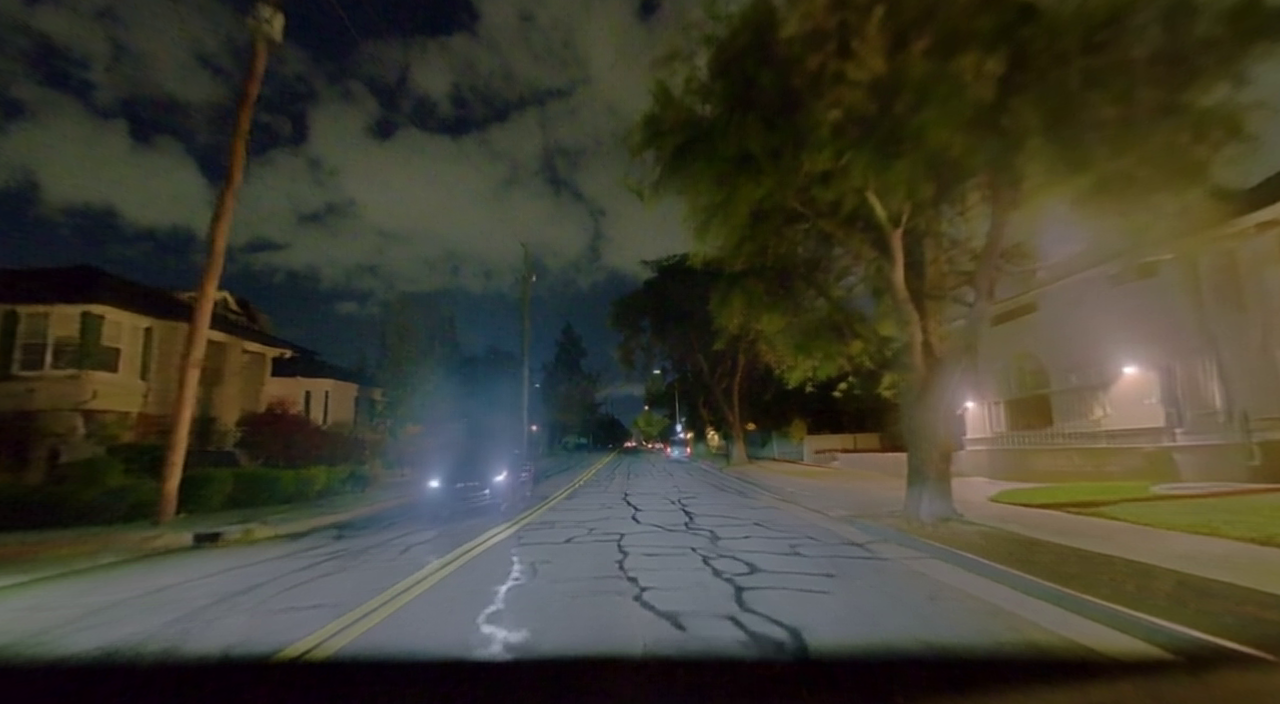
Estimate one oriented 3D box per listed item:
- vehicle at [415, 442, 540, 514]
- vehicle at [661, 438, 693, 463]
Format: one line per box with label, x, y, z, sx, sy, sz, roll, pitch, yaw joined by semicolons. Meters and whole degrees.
vehicle;-3.737;2.956;15.351;1.959;1.473;4.115;0;-9;0
vehicle;2.750;7.412;47.584;2.086;1.726;4.384;0;-9;-1
